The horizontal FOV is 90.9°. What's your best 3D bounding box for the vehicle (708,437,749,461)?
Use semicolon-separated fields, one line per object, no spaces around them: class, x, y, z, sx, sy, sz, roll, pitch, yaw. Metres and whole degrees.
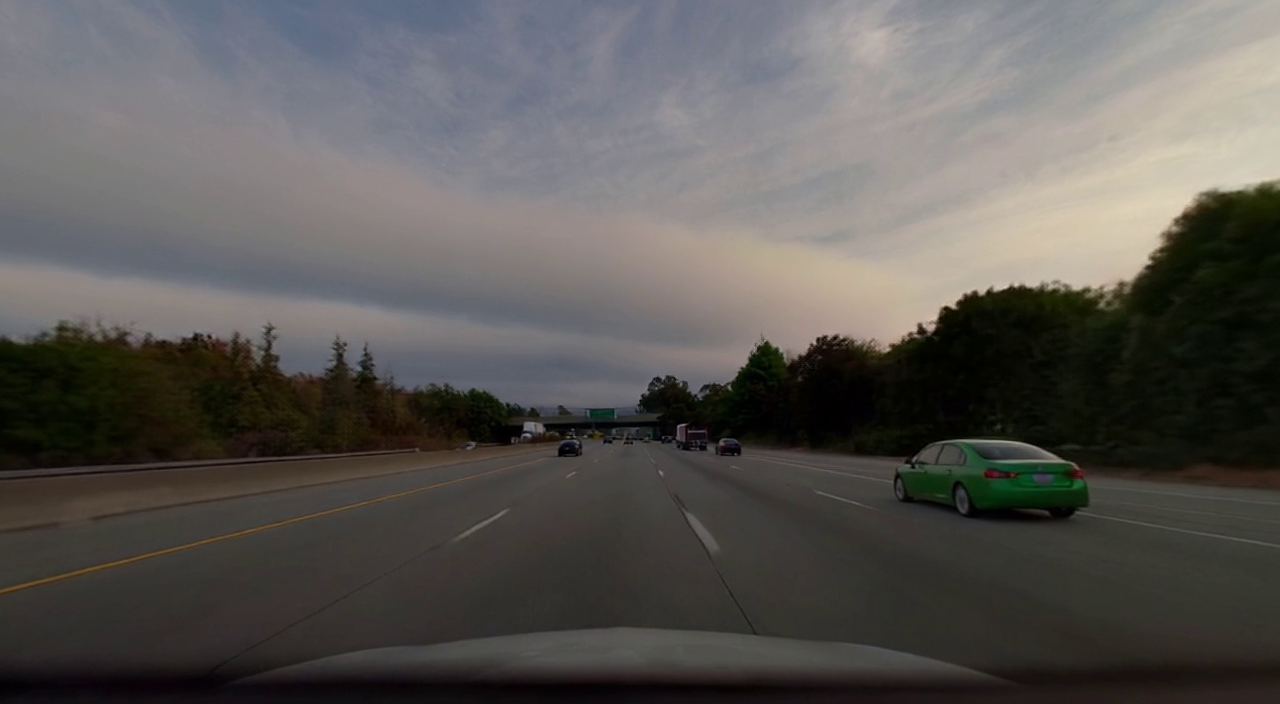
vehicle;5.601;6.178;40.171;1.920;1.436;3.890;0;-8;-2

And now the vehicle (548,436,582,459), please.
vehicle;-5.208;6.707;44.358;1.966;1.570;3.859;0;-8;-1

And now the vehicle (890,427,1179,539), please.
vehicle;6.146;2.043;10.608;2.028;1.488;4.236;0;-8;-2
